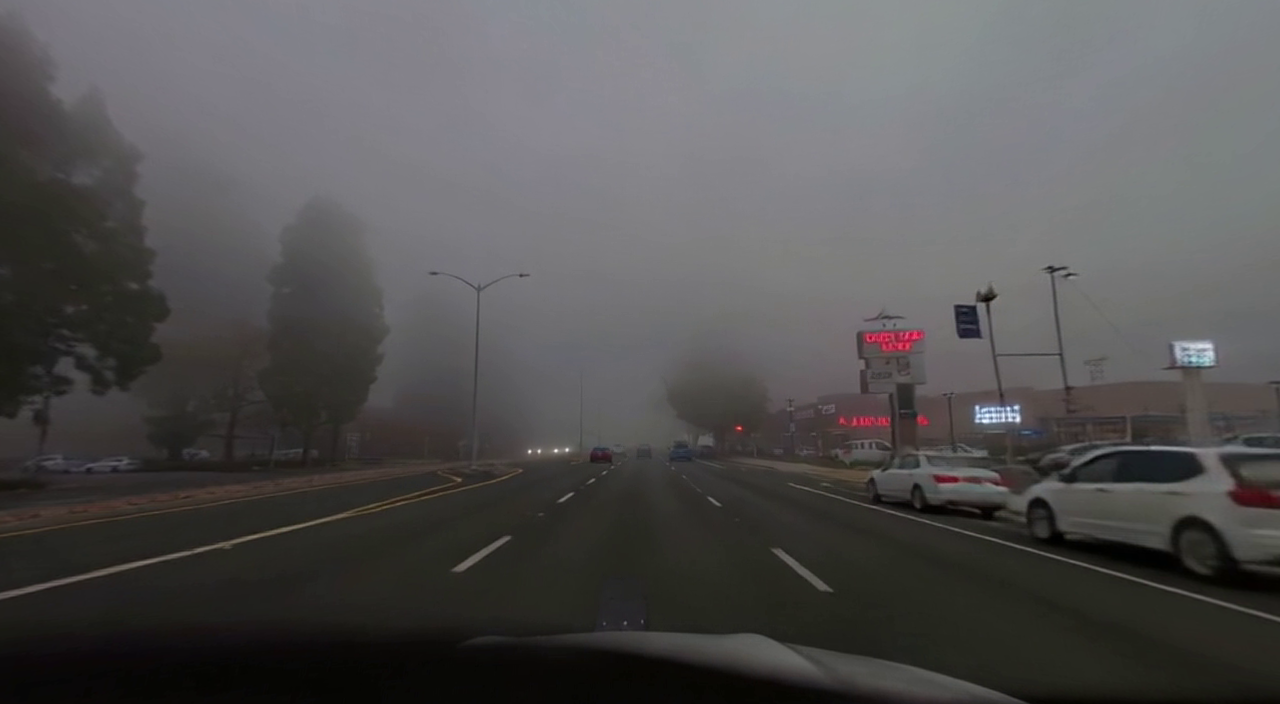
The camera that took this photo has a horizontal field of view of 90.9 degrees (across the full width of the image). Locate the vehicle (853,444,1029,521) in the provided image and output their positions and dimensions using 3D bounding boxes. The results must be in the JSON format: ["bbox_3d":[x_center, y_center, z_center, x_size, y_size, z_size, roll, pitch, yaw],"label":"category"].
[{"bbox_3d":[6.692,2.908,14.704,1.923,1.482,4.558,0,-9,1],"label":"vehicle"}]

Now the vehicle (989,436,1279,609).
[{"bbox_3d":[6.589,1.825,7.679,1.869,1.516,4.767,0,-9,-1],"label":"vehicle"}]

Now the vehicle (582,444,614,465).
[{"bbox_3d":[-3.022,7.498,46.286,2.005,1.446,4.265,0,-9,1],"label":"vehicle"}]
